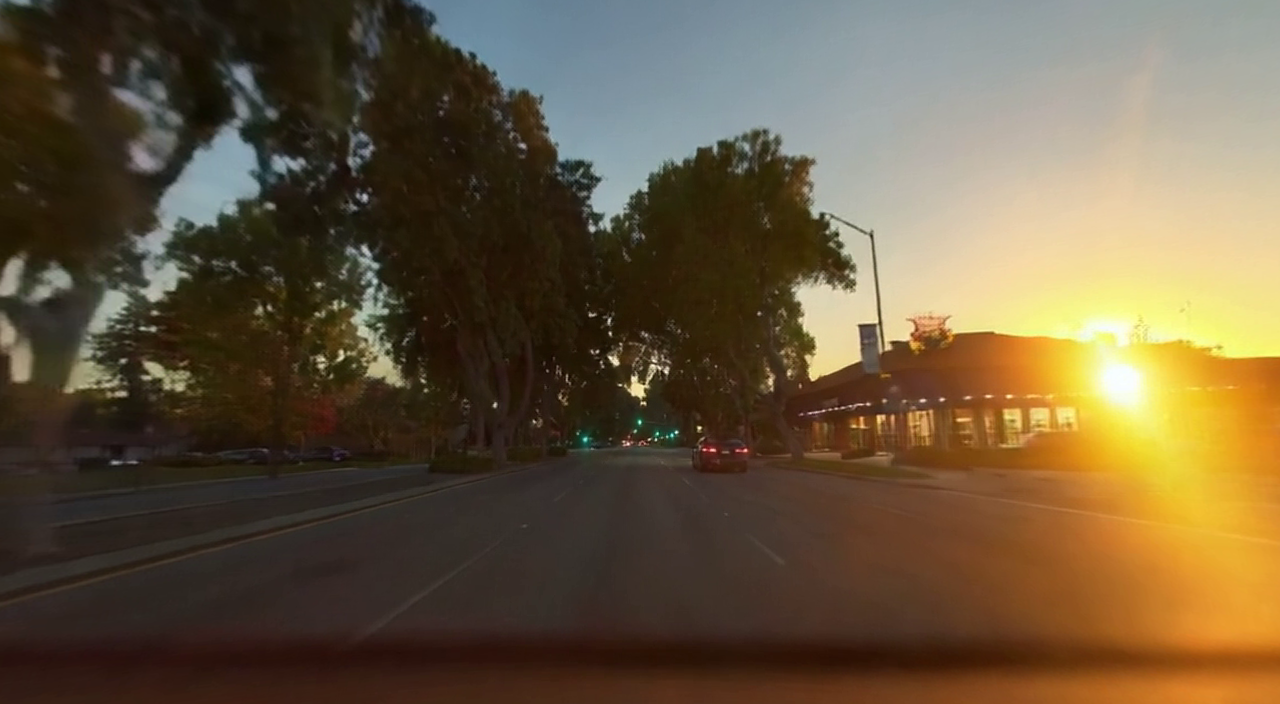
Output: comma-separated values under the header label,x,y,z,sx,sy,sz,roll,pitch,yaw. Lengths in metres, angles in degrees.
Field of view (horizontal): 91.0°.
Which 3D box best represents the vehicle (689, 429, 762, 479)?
label,x,y,z,sx,sy,sz,roll,pitch,yaw
vehicle,3.190,3.901,24.356,2.083,1.743,4.354,0,-8,-2
